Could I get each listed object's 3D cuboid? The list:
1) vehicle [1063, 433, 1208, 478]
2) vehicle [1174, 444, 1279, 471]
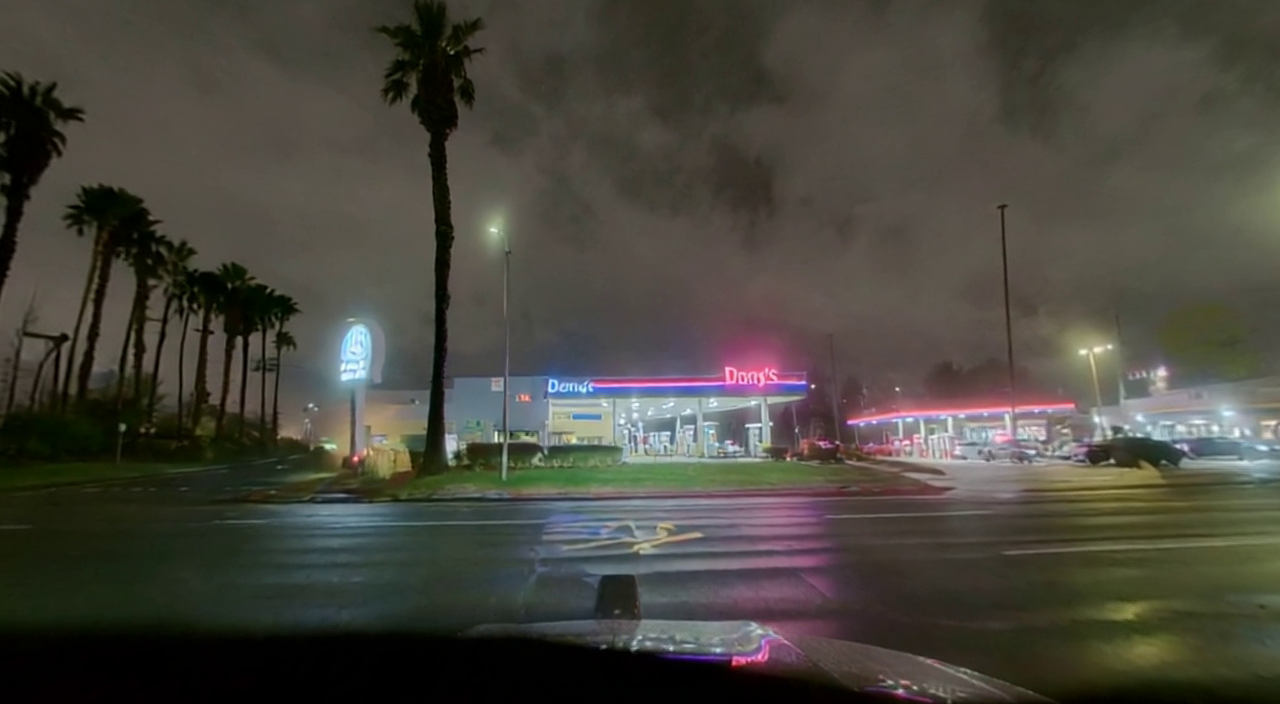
[{"bbox_3d":[22.350,4.646,28.620,4.880,1.754,2.202,0,-5,-6],"label":"vehicle"},{"bbox_3d":[34.300,6.119,36.921,1.805,1.466,4.641,1,-9,-6],"label":"vehicle"}]
